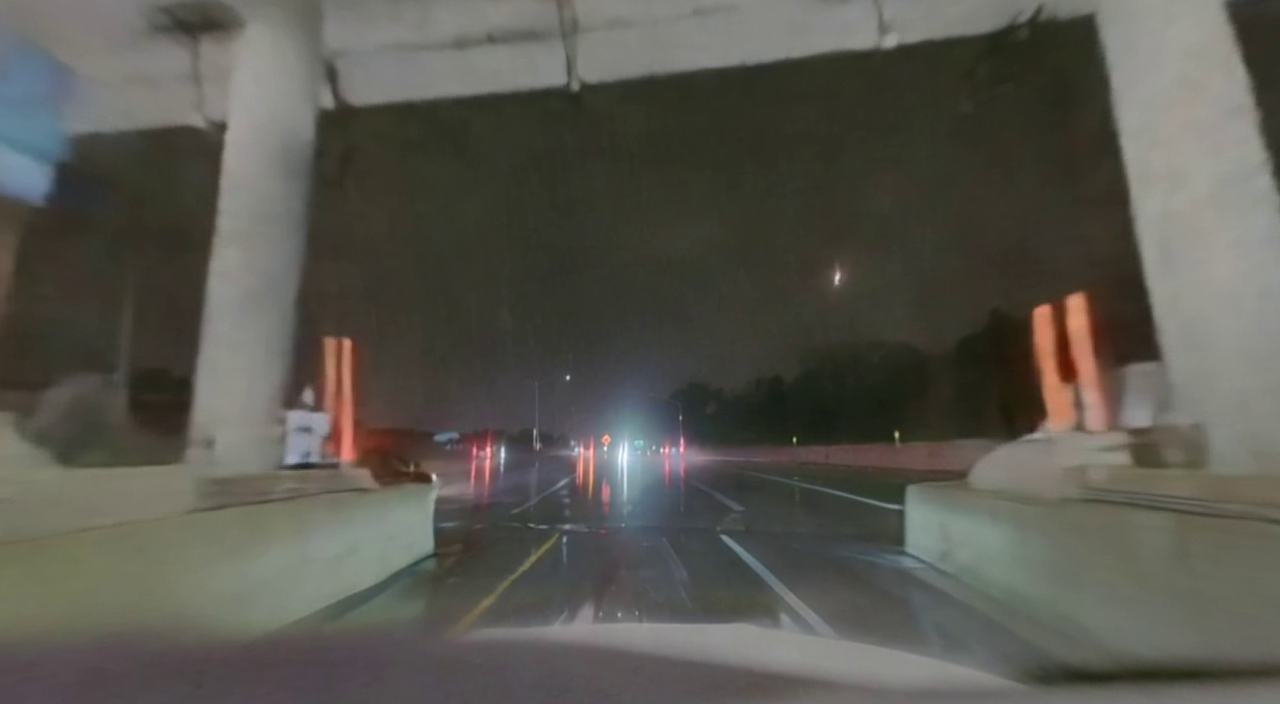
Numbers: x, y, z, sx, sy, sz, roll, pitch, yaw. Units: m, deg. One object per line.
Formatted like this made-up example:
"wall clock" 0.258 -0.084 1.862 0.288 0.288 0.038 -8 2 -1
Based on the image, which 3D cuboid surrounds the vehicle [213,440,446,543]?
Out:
"vehicle" -5.193 2.353 11.401 1.981 1.465 4.334 0 -8 0
